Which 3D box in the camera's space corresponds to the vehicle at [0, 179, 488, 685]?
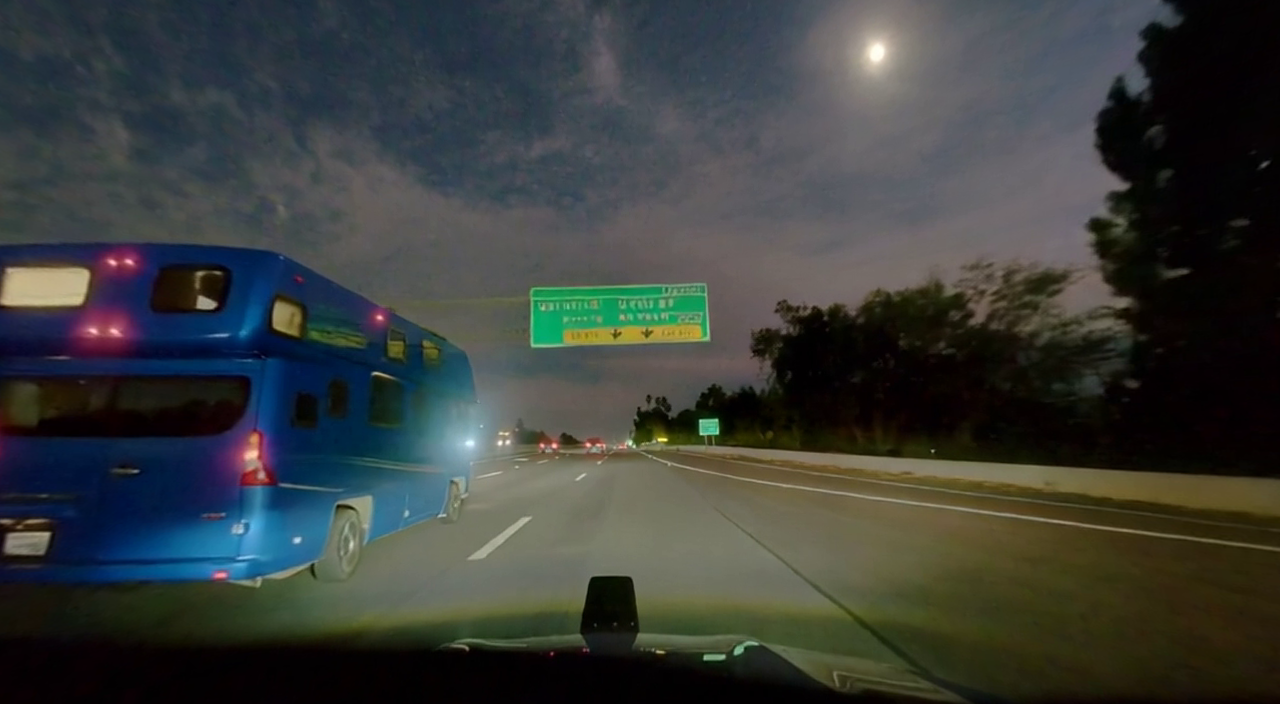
[{"bbox_3d":[-3.971,0.884,7.777,2.676,3.269,7.388,0,-7,-3],"label":"vehicle"}]
